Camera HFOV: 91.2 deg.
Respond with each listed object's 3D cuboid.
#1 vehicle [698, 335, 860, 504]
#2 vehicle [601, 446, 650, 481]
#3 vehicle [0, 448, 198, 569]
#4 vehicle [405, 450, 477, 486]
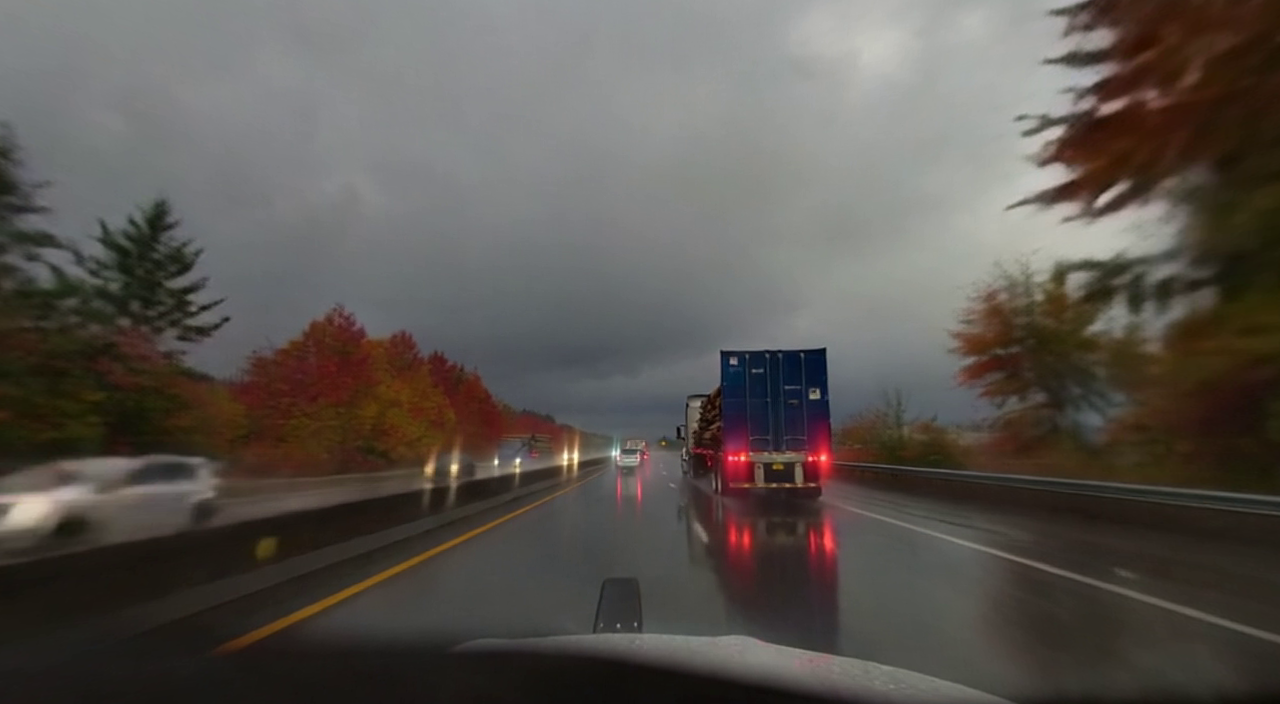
[{"bbox_3d":[3.592,2.184,18.825,3.004,3.923,8.363,-1,-9,1],"label":"vehicle"},{"bbox_3d":[-0.607,5.199,29.557,2.099,1.506,4.097,-1,-9,1],"label":"vehicle"},{"bbox_3d":[-9.658,2.347,9.909,1.946,1.628,4.553,-1,-9,1],"label":"vehicle"},{"bbox_3d":[-9.645,5.630,30.754,1.979,1.587,4.372,-1,-9,2],"label":"vehicle"}]
